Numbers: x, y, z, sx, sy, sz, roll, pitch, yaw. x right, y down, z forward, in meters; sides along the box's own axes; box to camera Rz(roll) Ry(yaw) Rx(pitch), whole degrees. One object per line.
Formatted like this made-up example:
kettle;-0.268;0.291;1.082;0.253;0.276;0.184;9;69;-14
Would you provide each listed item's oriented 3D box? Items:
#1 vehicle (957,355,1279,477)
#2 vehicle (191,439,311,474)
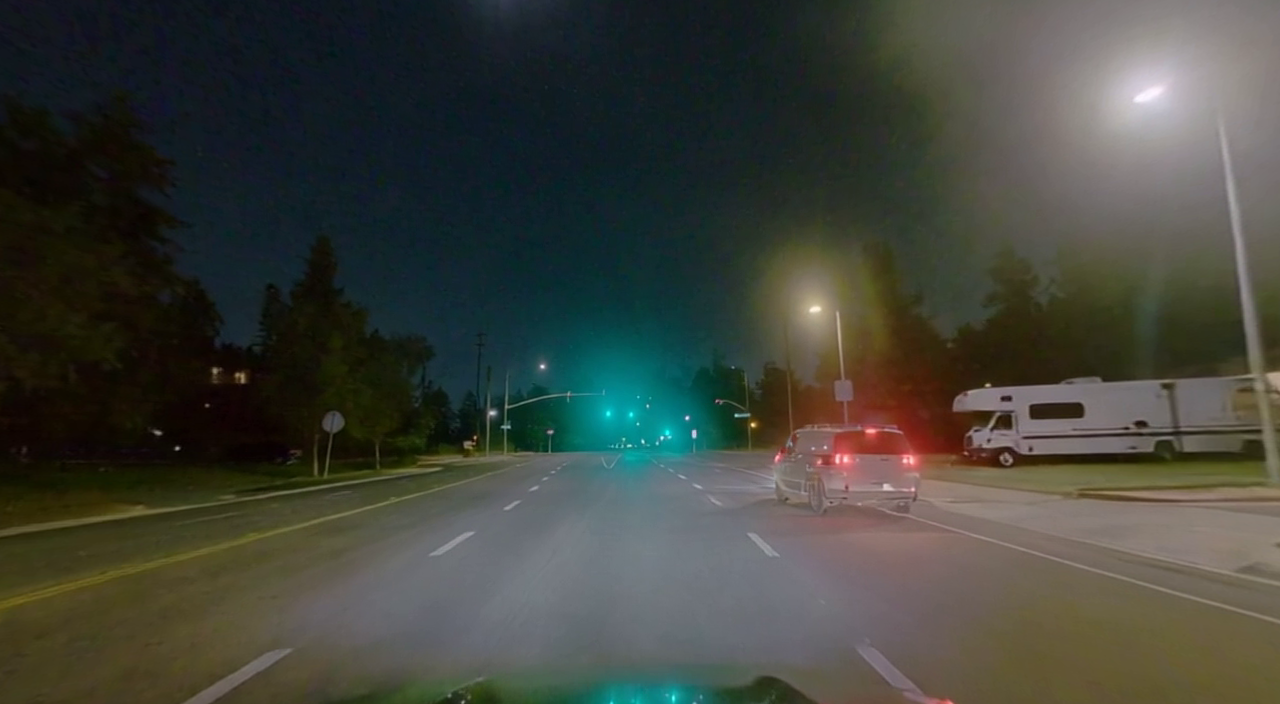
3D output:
vehicle;15.481;1.953;19.579;9.549;3.068;3.049;-3;-7;-3
vehicle;-24.800;6.640;40.439;6.218;2.056;2.324;0;-5;1
